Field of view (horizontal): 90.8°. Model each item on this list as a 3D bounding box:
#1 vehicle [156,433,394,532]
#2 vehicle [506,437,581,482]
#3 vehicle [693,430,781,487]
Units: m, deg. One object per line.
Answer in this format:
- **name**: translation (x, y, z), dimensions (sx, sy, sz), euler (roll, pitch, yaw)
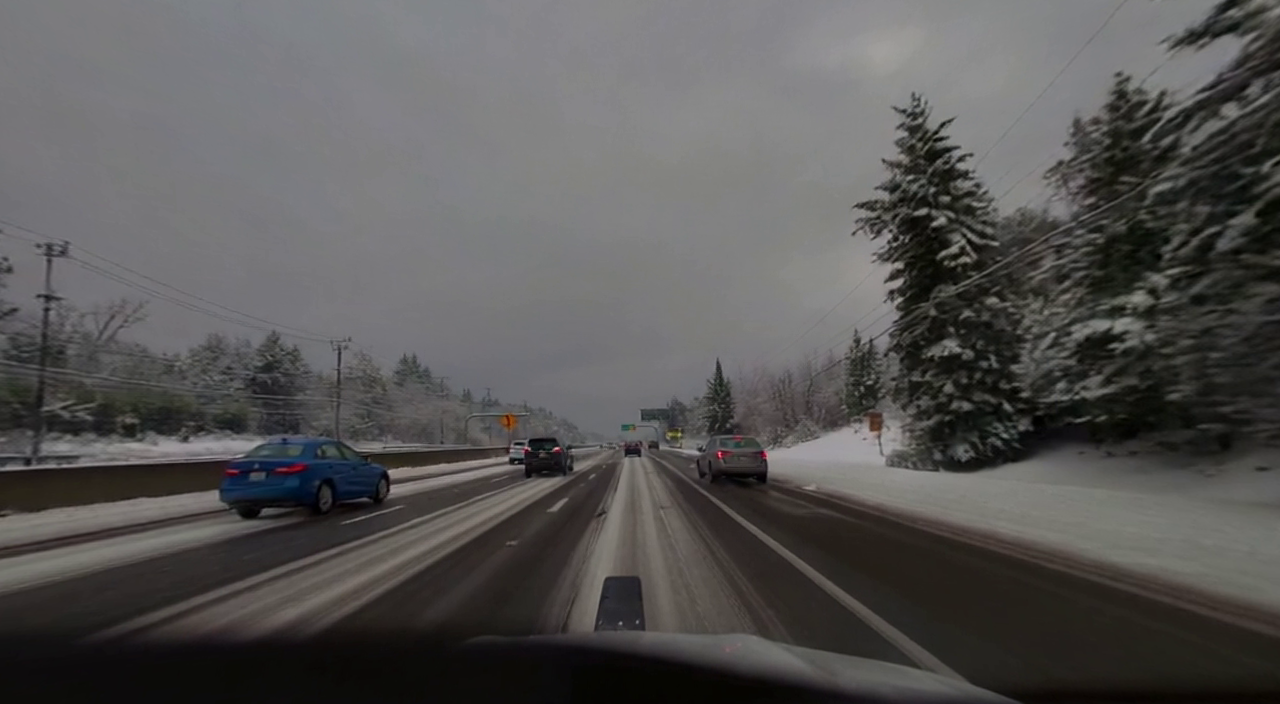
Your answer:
- **vehicle**: translation (-6.377, 2.291, 11.736), dimensions (1.903, 1.482, 4.180), euler (0, -8, 0)
- **vehicle**: translation (-3.455, 3.931, 23.440), dimensions (2.066, 1.488, 4.377), euler (0, -8, 0)
- **vehicle**: translation (3.064, 3.487, 21.043), dimensions (2.100, 1.659, 4.387), euler (0, -8, -2)
